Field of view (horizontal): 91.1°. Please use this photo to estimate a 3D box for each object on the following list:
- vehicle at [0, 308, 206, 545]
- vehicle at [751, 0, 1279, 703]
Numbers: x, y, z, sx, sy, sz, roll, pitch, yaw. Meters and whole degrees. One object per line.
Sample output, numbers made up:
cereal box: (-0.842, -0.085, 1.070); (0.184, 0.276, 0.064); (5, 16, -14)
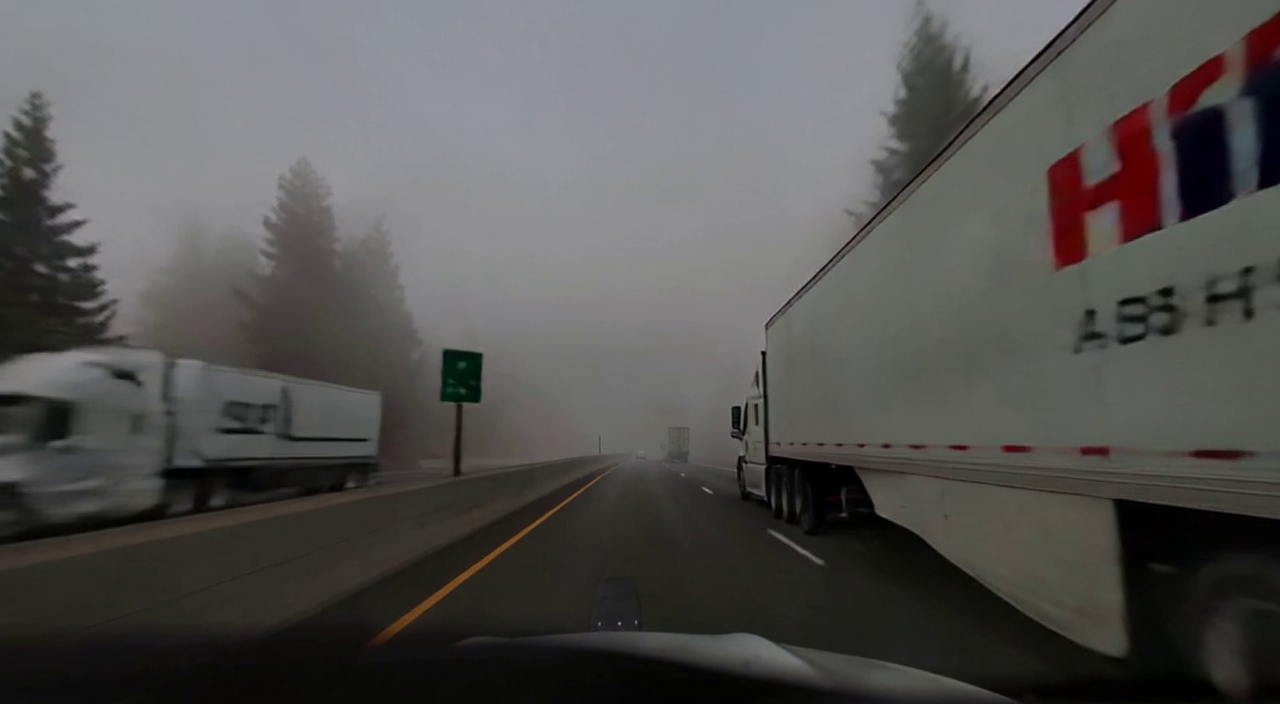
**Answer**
vehicle: (-12.349, 1.562, 12.526); (3.006, 3.972, 5.785); (0, -9, 0)
vehicle: (4.115, 0.383, 7.065); (2.926, 4.060, 14.068); (0, -9, -1)
